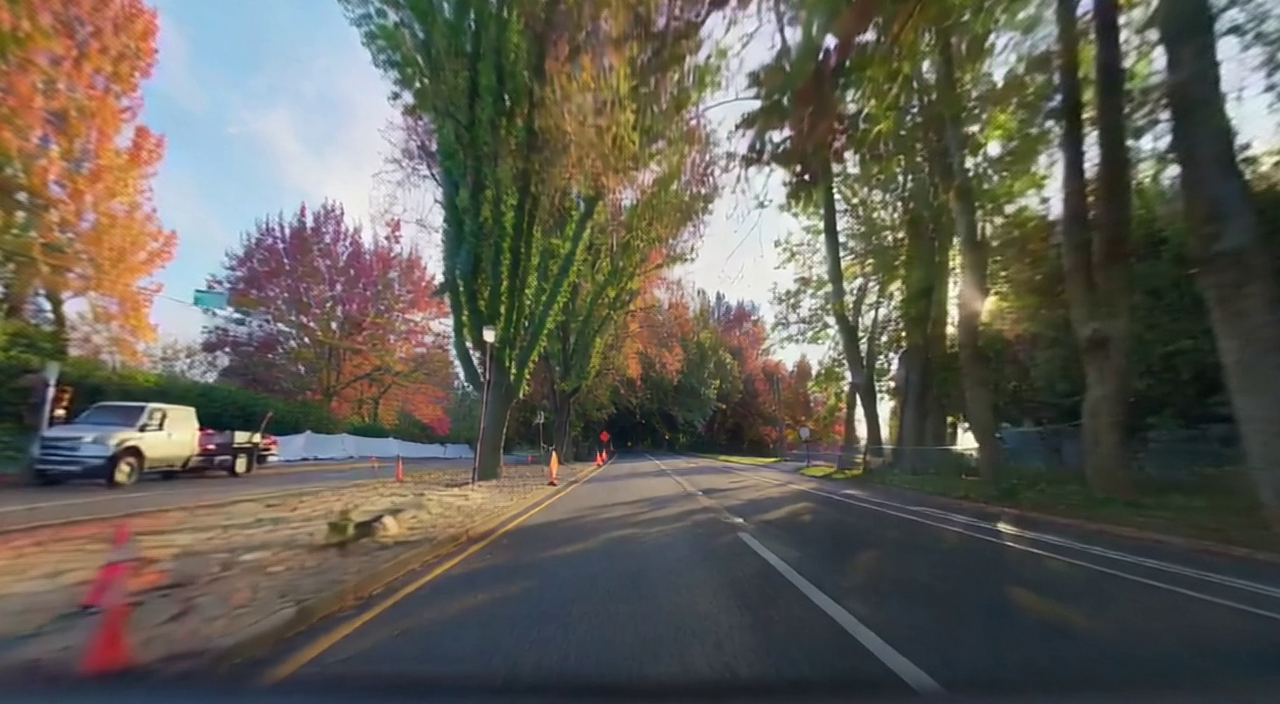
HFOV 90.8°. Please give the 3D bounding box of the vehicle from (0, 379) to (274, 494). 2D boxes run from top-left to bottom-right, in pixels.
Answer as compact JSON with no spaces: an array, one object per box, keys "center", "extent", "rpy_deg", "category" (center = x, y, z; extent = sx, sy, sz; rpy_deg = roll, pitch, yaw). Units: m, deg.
[{"center":[-19.214,3.338,24.524],"extent":[2.956,3.466,10.408],"rpy_deg":[-1,-9,6],"category":"vehicle"}]
